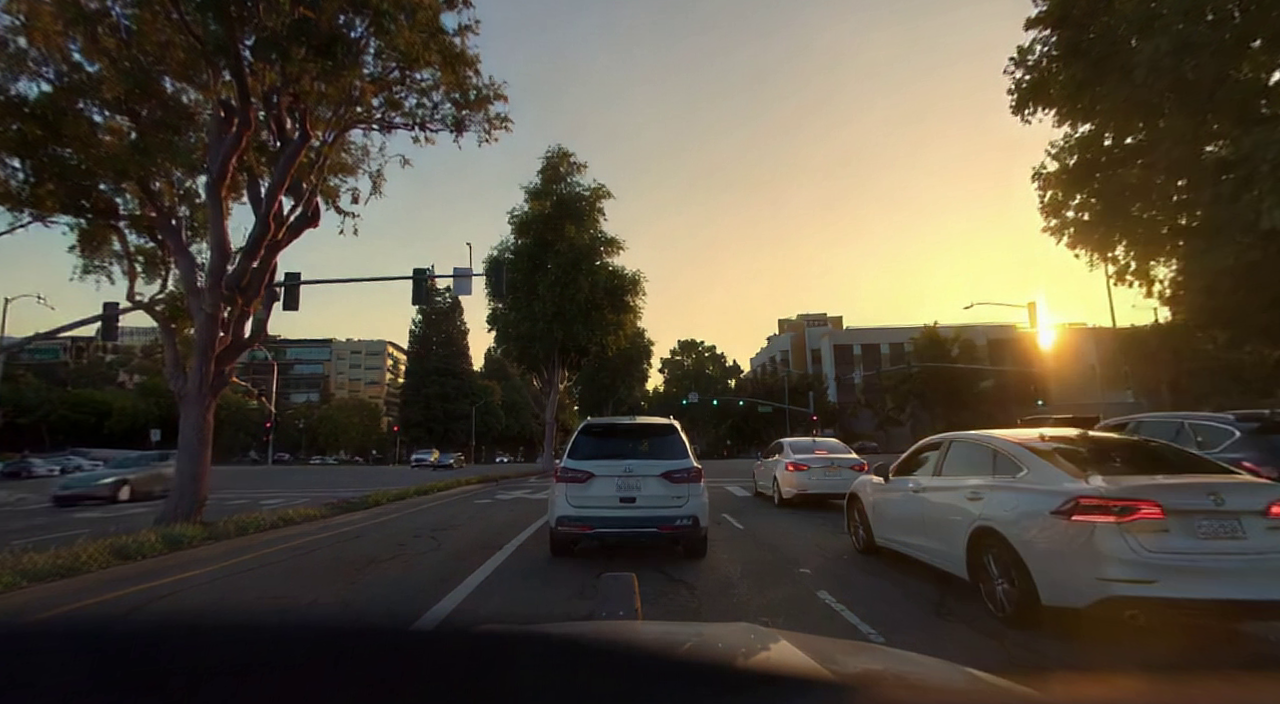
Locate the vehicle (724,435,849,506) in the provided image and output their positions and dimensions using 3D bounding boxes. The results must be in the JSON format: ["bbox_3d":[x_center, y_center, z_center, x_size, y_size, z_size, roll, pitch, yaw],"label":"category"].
[{"bbox_3d":[3.493,2.921,15.989,2.004,1.523,4.263,0,-9,-2],"label":"vehicle"}]

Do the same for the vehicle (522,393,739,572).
[{"bbox_3d":[-0.169,1.671,8.778,2.236,1.827,4.316,0,-9,-2],"label":"vehicle"}]

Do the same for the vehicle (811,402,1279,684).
[{"bbox_3d":[3.361,1.425,6.000,2.034,1.558,4.774,0,-9,-1],"label":"vehicle"}]

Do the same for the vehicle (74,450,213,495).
[{"bbox_3d":[-20.831,5.029,26.839,2.132,1.695,4.619,0,-8,-1],"label":"vehicle"}]
